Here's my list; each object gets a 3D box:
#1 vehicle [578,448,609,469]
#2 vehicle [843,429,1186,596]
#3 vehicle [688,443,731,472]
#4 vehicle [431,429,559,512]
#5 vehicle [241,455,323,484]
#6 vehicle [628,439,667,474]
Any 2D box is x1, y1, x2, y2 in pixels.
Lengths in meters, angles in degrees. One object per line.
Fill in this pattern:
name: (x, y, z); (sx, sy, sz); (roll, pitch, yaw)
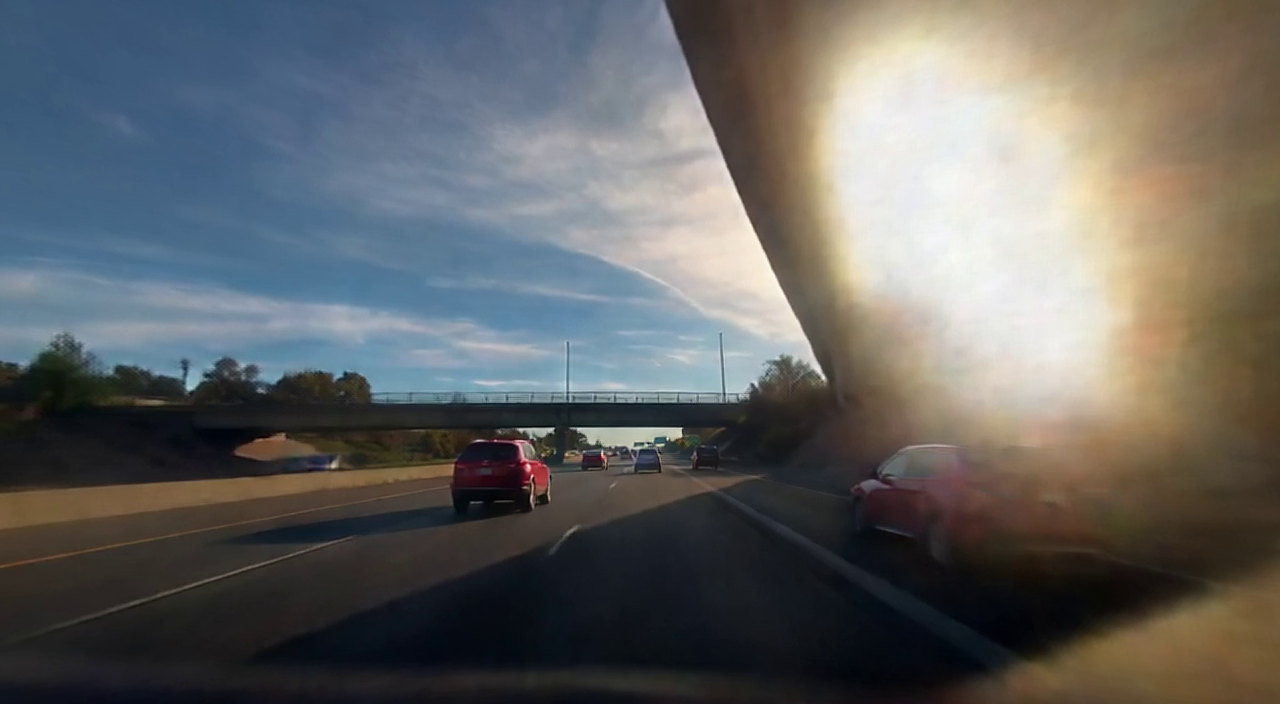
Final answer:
vehicle: (-3.379, 7.820, 46.439); (1.994, 1.475, 4.171); (0, -9, 0)
vehicle: (4.163, 1.810, 7.909); (1.959, 1.554, 3.795); (0, -9, 0)
vehicle: (4.508, 6.911, 41.503); (2.231, 1.807, 4.588); (0, -9, -1)
vehicle: (-3.421, 2.897, 15.870); (2.089, 1.751, 4.515); (0, -9, 1)
vehicle: (-20.673, 6.763, 36.570); (1.897, 1.506, 4.512); (0, -9, 3)
vehicle: (0.413, 6.053, 36.717); (2.155, 1.909, 4.529); (0, -9, 0)
